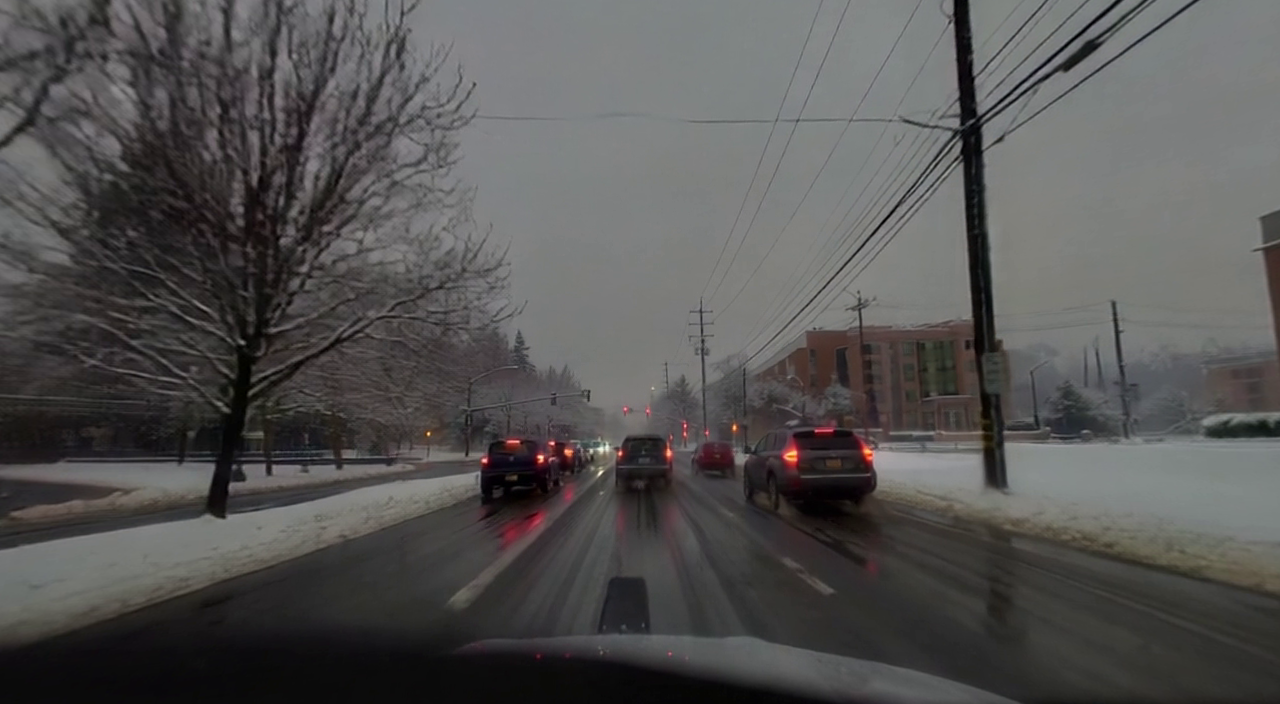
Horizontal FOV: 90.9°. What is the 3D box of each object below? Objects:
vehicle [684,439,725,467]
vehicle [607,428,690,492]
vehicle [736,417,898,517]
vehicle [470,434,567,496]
[{"bbox_3d":[3.664,5.813,36.489,1.880,1.503,4.130,0,-8,-1],"label":"vehicle"},{"bbox_3d":[0.199,3.160,18.794,2.200,1.653,4.127,0,-8,-1],"label":"vehicle"},{"bbox_3d":[3.422,2.335,13.282,2.024,1.711,4.512,0,-8,-1],"label":"vehicle"},{"bbox_3d":[-3.200,3.072,17.588,2.104,1.488,4.546,0,-8,-4],"label":"vehicle"}]
